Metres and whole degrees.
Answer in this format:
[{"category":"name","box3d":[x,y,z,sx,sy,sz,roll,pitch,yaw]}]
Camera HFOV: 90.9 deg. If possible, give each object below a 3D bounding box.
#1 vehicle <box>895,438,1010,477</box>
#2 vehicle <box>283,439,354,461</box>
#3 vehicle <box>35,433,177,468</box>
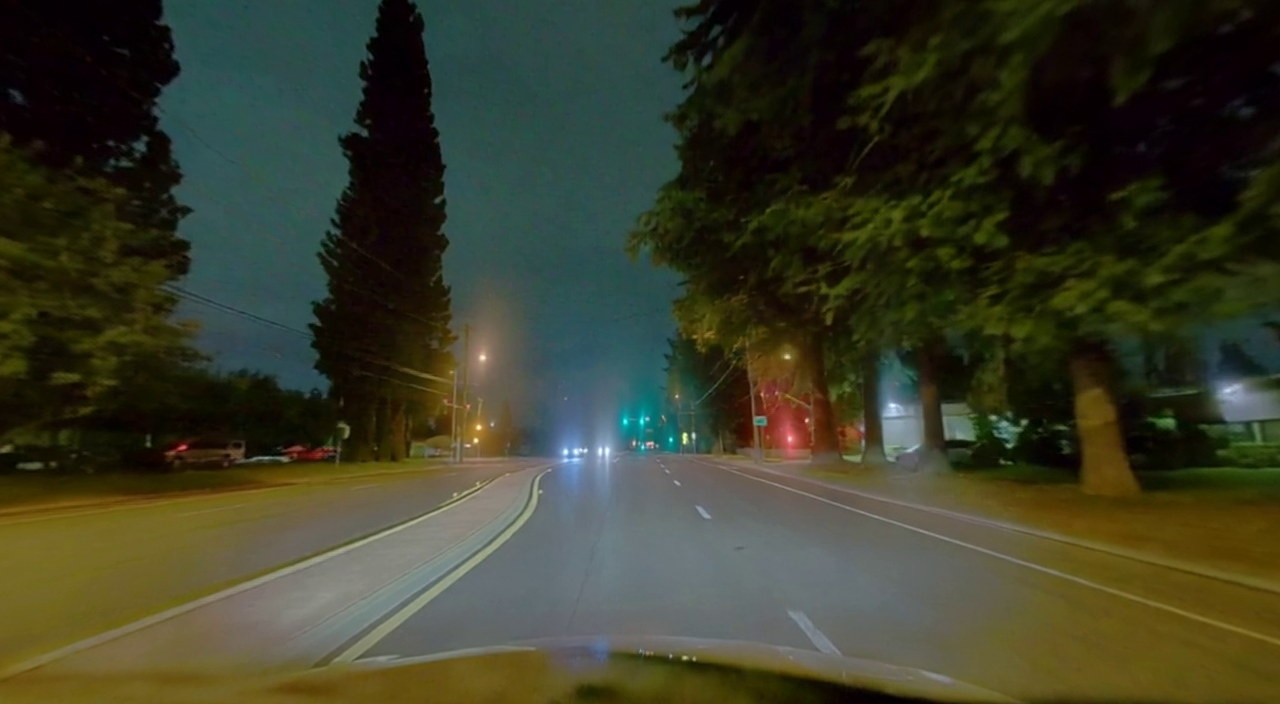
[{"category":"vehicle","box3d":[14.329,4.832,29.008,4.276,1.703,2.088,2,-10,-14]},{"category":"vehicle","box3d":[-23.488,7.169,46.145,4.116,1.548,1.923,0,-8,0]},{"category":"vehicle","box3d":[-22.764,4.187,26.982,4.265,1.393,2.071,0,-8,3]}]
